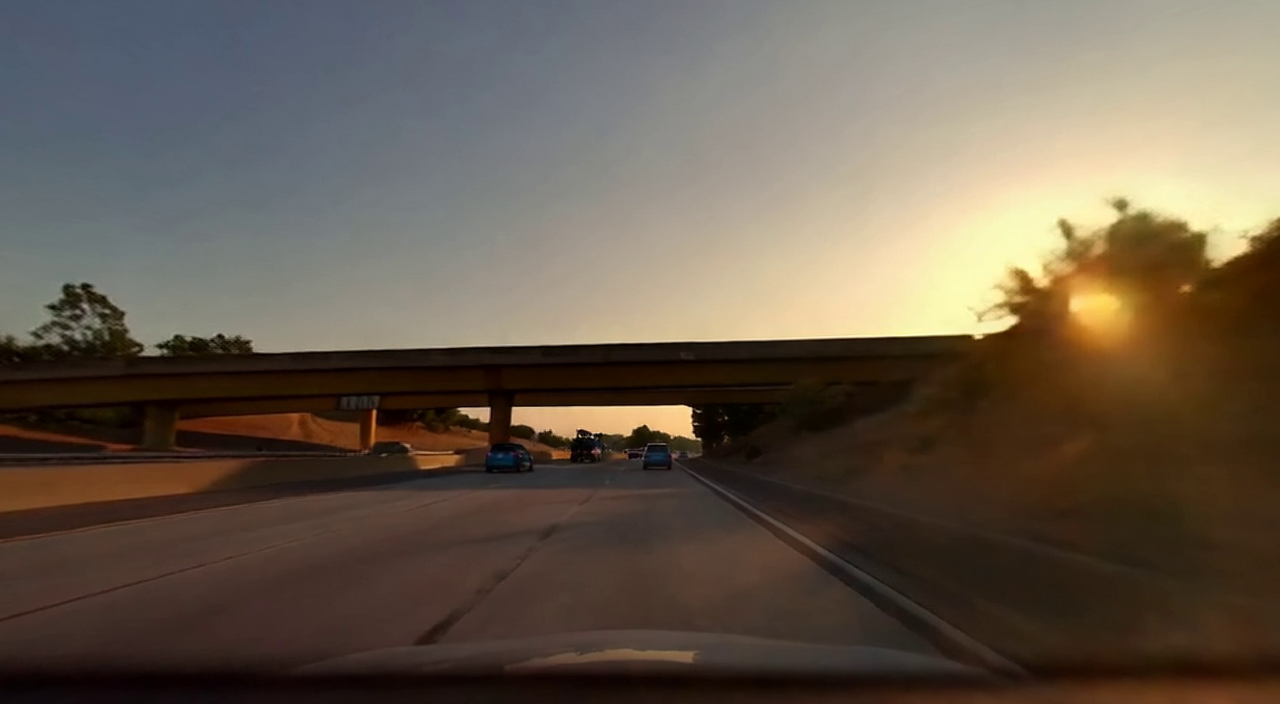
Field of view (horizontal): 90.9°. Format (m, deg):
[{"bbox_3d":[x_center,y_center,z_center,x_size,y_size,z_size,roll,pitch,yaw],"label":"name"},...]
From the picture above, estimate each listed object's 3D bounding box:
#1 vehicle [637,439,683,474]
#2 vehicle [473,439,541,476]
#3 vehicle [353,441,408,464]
[{"bbox_3d":[1.074,5.634,34.343,2.336,1.722,4.212,0,-8,2],"label":"vehicle"},{"bbox_3d":[-6.319,5.049,30.573,2.115,1.644,4.513,0,-8,3],"label":"vehicle"},{"bbox_3d":[-19.743,7.619,48.175,1.886,1.606,4.950,0,-8,3],"label":"vehicle"}]
